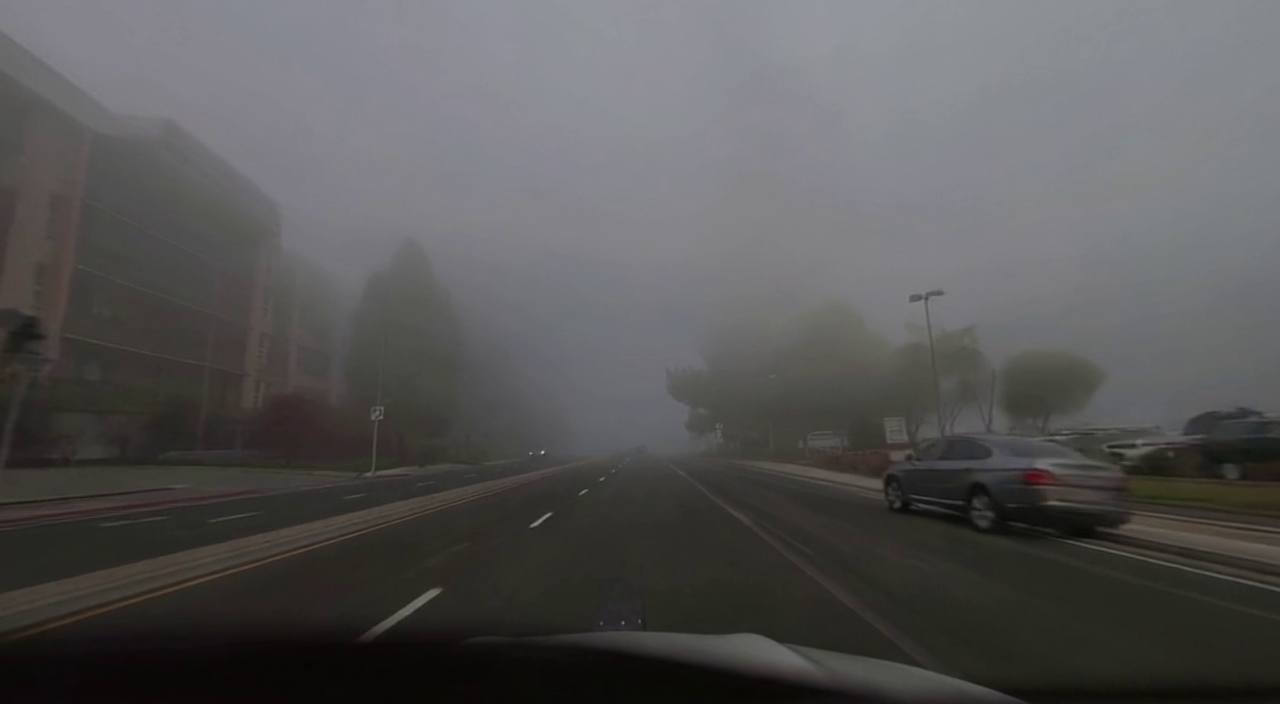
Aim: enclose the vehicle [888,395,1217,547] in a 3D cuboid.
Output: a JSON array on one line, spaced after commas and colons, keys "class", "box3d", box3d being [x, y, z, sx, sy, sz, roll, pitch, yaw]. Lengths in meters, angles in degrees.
[{"class": "vehicle", "box3d": [6.956, 2.100, 11.729, 2.365, 2.138, 5.499, 0, -8, 0]}]
